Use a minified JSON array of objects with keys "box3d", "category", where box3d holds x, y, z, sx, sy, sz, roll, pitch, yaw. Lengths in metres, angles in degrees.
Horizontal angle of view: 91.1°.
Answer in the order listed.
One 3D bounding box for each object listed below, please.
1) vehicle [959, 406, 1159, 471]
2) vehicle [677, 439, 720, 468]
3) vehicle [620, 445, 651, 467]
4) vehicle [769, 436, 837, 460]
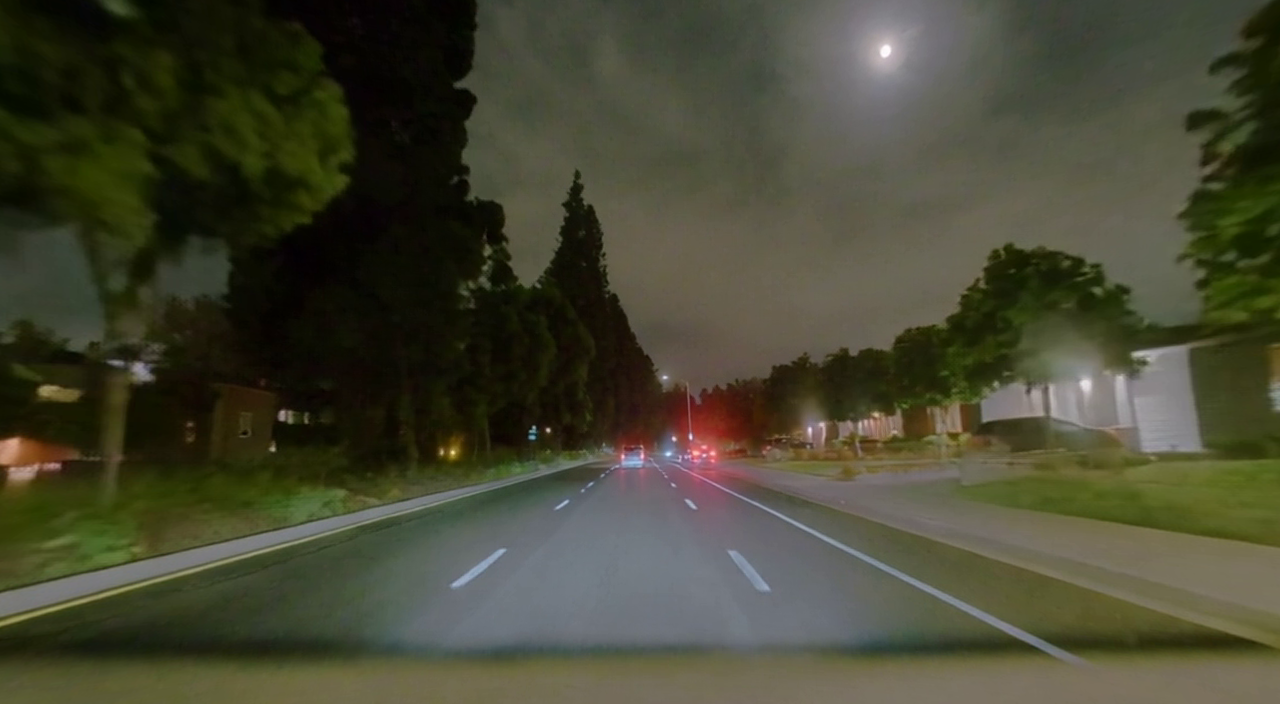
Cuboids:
[{"box3d":[13.106,2.738,19.938,4.739,1.918,2.071,0,-9,3],"category":"vehicle"},{"box3d":[3.824,6.786,42.096,2.203,1.828,5.336,1,-9,-2],"category":"vehicle"},{"box3d":[-0.315,7.323,44.387,2.054,1.456,4.003,0,-8,0],"category":"vehicle"},{"box3d":[12.749,7.527,49.197,4.694,1.622,2.067,-2,-7,0],"category":"vehicle"}]
